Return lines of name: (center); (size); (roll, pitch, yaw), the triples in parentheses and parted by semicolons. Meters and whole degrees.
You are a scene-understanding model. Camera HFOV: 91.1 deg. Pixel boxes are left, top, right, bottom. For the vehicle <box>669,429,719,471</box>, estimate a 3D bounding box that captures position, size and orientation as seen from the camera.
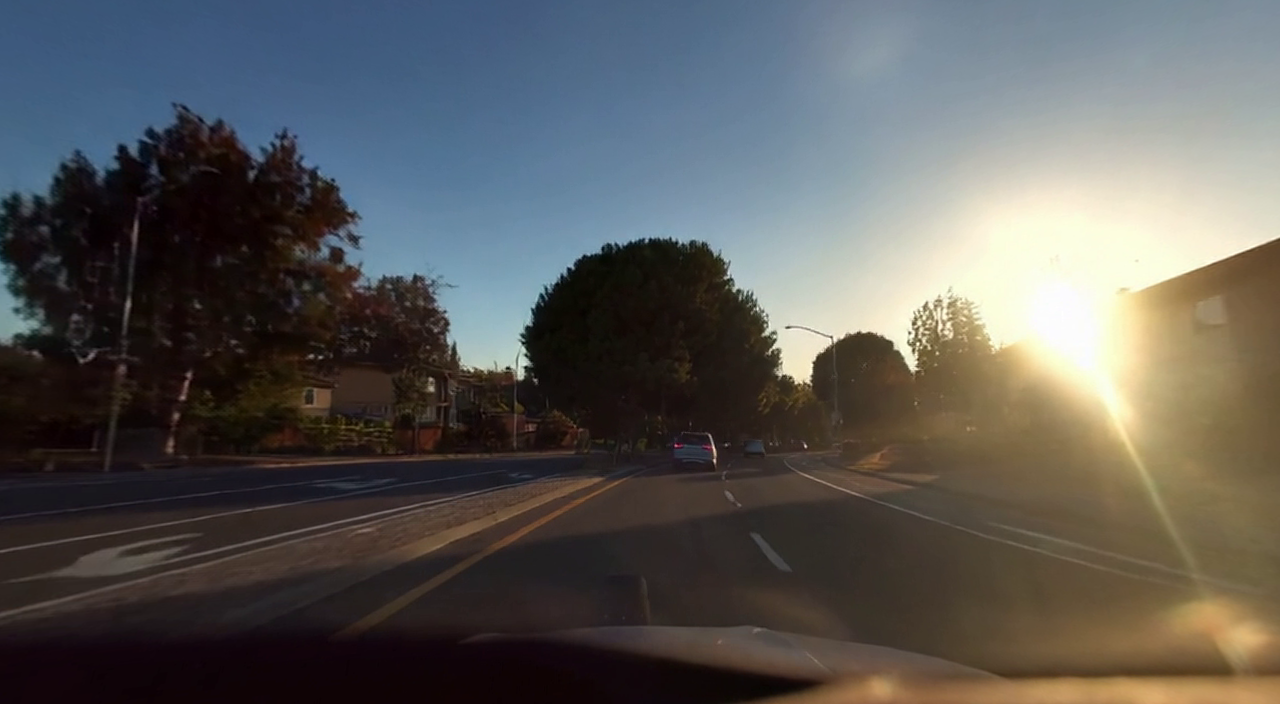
vehicle: (2.873, 5.060, 32.497); (2.072, 2.002, 4.391); (-2, -9, 12)
